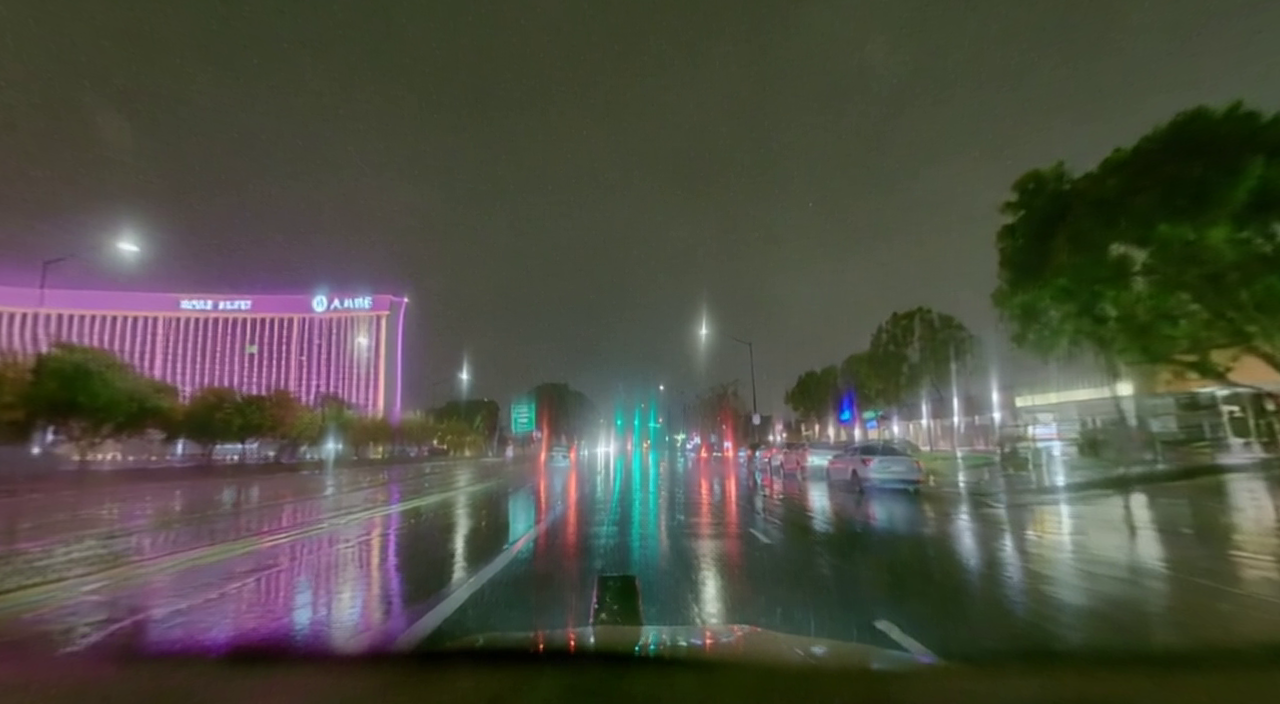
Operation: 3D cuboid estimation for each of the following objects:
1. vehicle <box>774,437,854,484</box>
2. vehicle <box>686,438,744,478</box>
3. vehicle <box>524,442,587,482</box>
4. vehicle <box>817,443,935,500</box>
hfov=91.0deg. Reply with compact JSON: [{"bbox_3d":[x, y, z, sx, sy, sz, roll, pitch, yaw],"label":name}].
[{"bbox_3d":[6.997,4.385,25.792,2.039,1.749,4.193,0,-8,-1],"label":"vehicle"},{"bbox_3d":[3.483,4.987,29.998,2.083,1.743,4.354,0,-8,-2],"label":"vehicle"},{"bbox_3d":[-3.374,4.492,25.982,2.005,1.477,4.169,0,-8,0],"label":"vehicle"},{"bbox_3d":[6.918,3.515,19.054,1.876,1.478,4.670,0,-8,1],"label":"vehicle"}]
